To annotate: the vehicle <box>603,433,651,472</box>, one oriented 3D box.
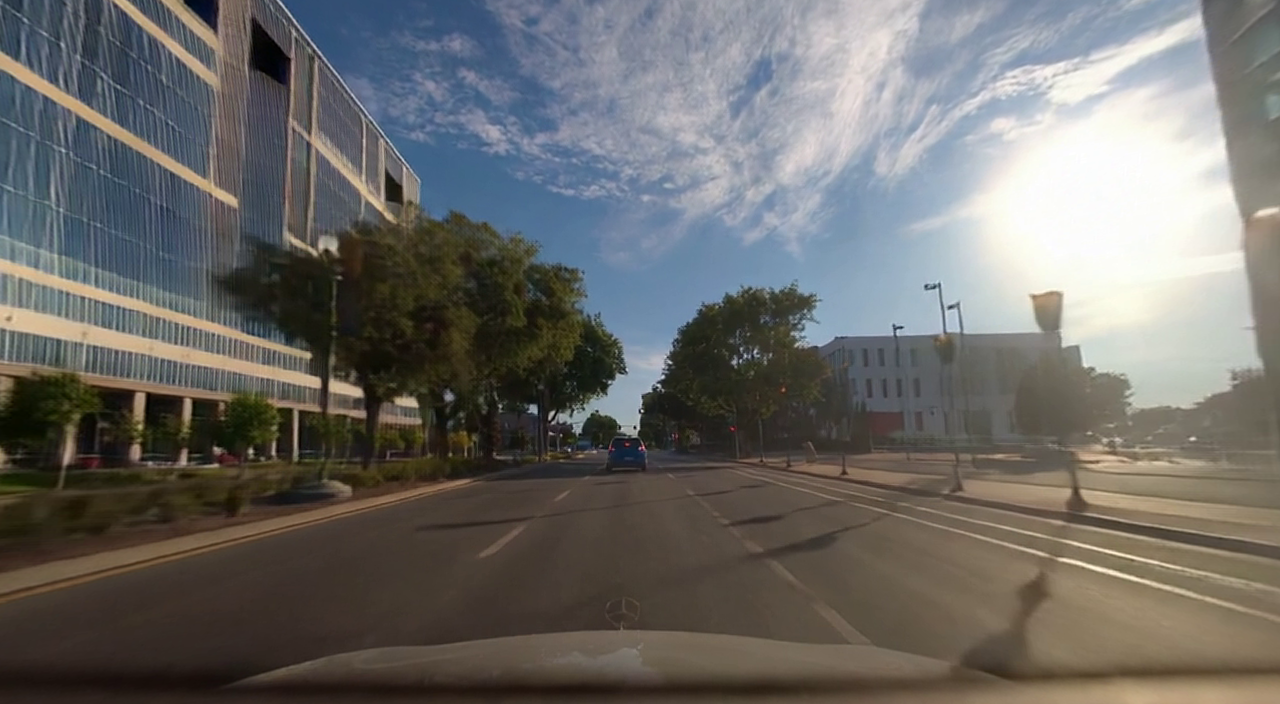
[{"bbox_3d":[-0.637,5.213,32.881,2.313,1.860,4.319,0,-9,-1],"label":"vehicle"}]
